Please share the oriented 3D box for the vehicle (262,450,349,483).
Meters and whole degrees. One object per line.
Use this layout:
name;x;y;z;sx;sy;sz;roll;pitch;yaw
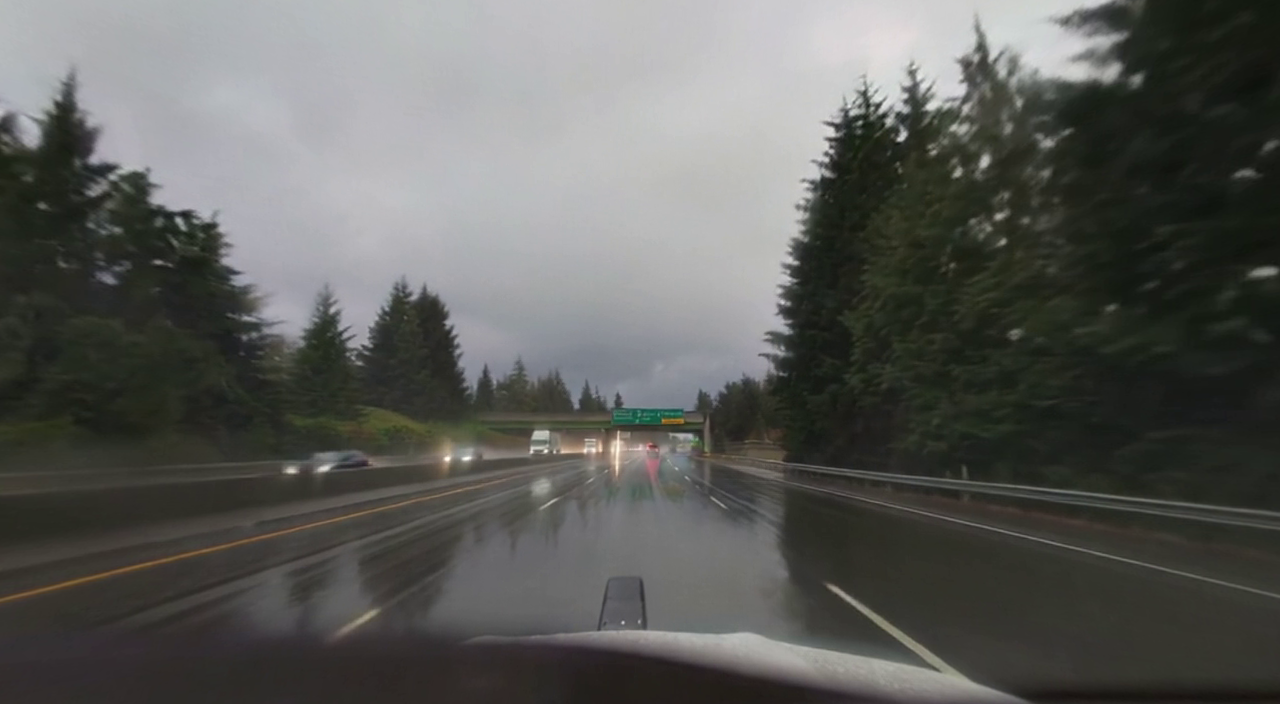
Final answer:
vehicle;-16.544;5.658;31.483;1.797;1.497;4.652;0;-9;0
